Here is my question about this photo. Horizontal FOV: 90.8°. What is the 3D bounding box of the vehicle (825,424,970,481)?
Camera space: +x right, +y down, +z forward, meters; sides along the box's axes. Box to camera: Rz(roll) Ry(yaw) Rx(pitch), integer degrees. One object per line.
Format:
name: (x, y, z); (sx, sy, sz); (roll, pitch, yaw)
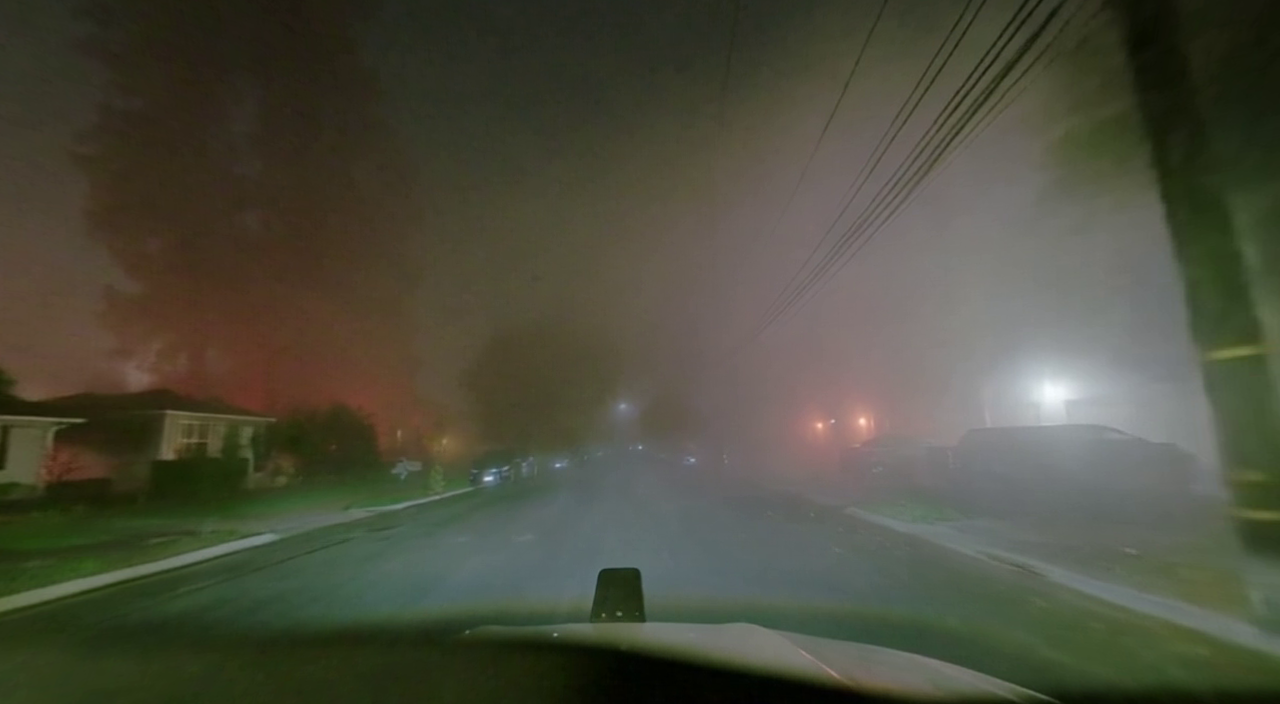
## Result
vehicle: (9.782, 3.821, 24.234); (4.559, 1.843, 2.081); (-2, -7, -4)

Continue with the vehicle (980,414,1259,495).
vehicle: (11.108, 2.431, 14.984); (4.782, 1.748, 2.106); (-1, -9, 2)

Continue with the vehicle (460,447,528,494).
vehicle: (-6.283, 5.088, 27.579); (2.035, 1.736, 3.955); (-2, -7, -1)

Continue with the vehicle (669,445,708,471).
vehicle: (3.321, 7.341, 44.137); (2.247, 1.618, 4.655); (2, -8, -1)

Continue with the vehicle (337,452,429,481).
vehicle: (-16.199, 7.229, 39.997); (4.706, 1.681, 2.389); (-1, -9, 5)
